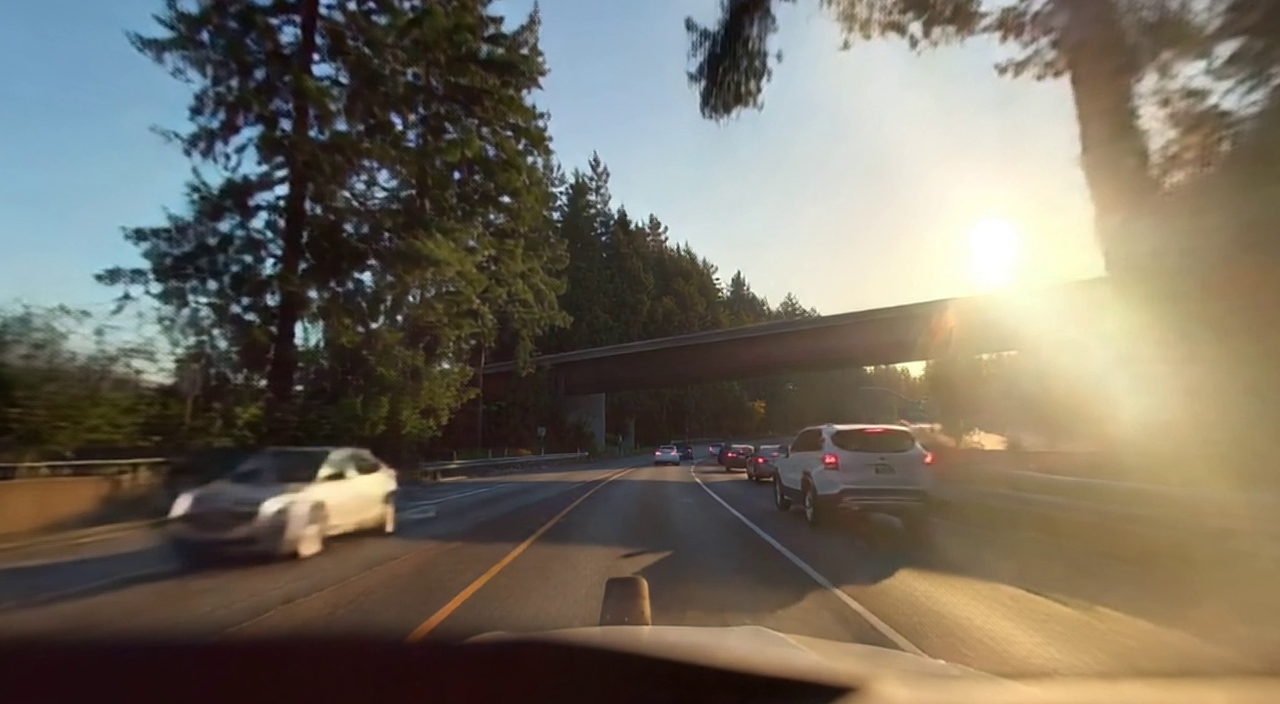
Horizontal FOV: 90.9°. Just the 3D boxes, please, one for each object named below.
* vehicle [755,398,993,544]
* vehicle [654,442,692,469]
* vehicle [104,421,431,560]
[{"bbox_3d":[3.607,1.972,11.021,2.273,1.944,4.866,0,-9,0],"label":"vehicle"},{"bbox_3d":[2.053,6.290,38.354,2.078,1.506,4.058,-1,-9,6],"label":"vehicle"},{"bbox_3d":[-4.905,1.864,9.207,2.009,1.527,4.119,0,-9,5],"label":"vehicle"}]
